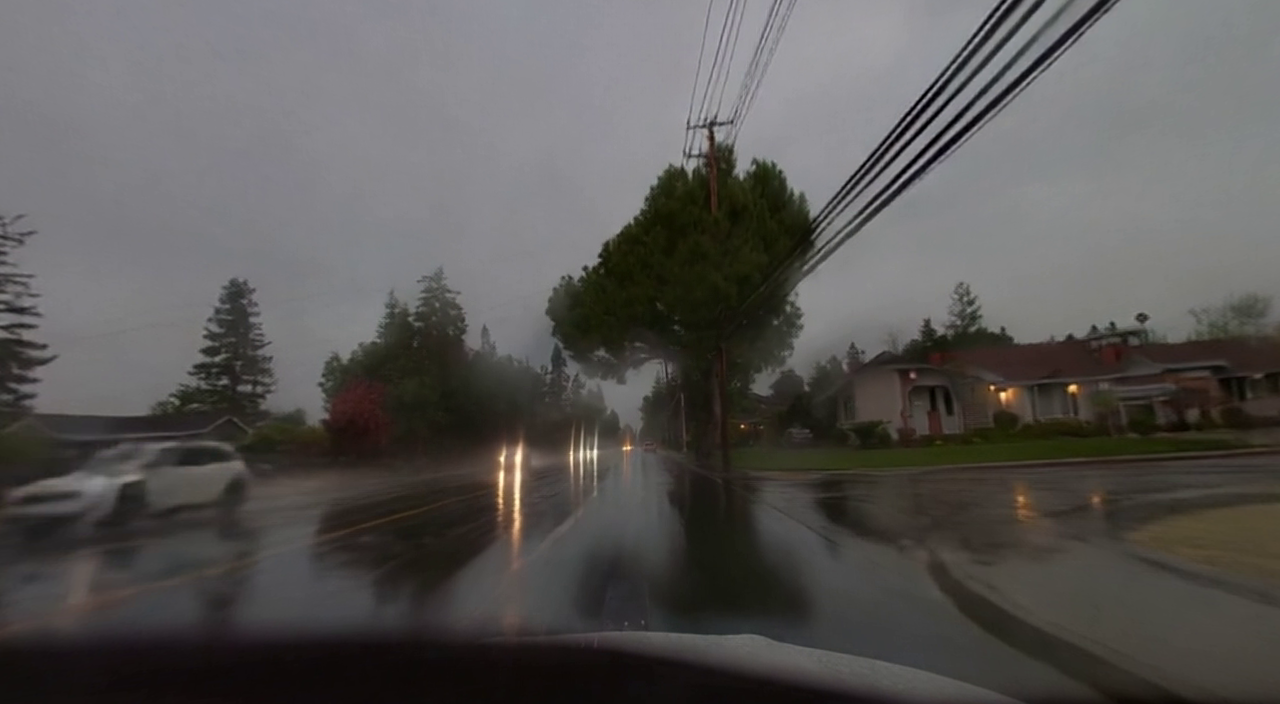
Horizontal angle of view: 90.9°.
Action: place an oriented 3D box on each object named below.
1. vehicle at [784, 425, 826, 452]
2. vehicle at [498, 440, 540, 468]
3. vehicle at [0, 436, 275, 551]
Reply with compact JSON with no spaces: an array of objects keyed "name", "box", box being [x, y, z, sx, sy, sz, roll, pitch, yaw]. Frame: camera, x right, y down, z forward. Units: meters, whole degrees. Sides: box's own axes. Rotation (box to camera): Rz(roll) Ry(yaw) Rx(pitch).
[{"name":"vehicle","box":[11.097,5.873,42.505,1.737,1.633,3.268,3,-11,-4]},{"name":"vehicle","box":[-8.713,7.356,45.696,2.057,1.865,4.626,0,-9,1]},{"name":"vehicle","box":[-9.281,2.493,11.875,2.003,1.719,4.489,-1,-9,2]}]
